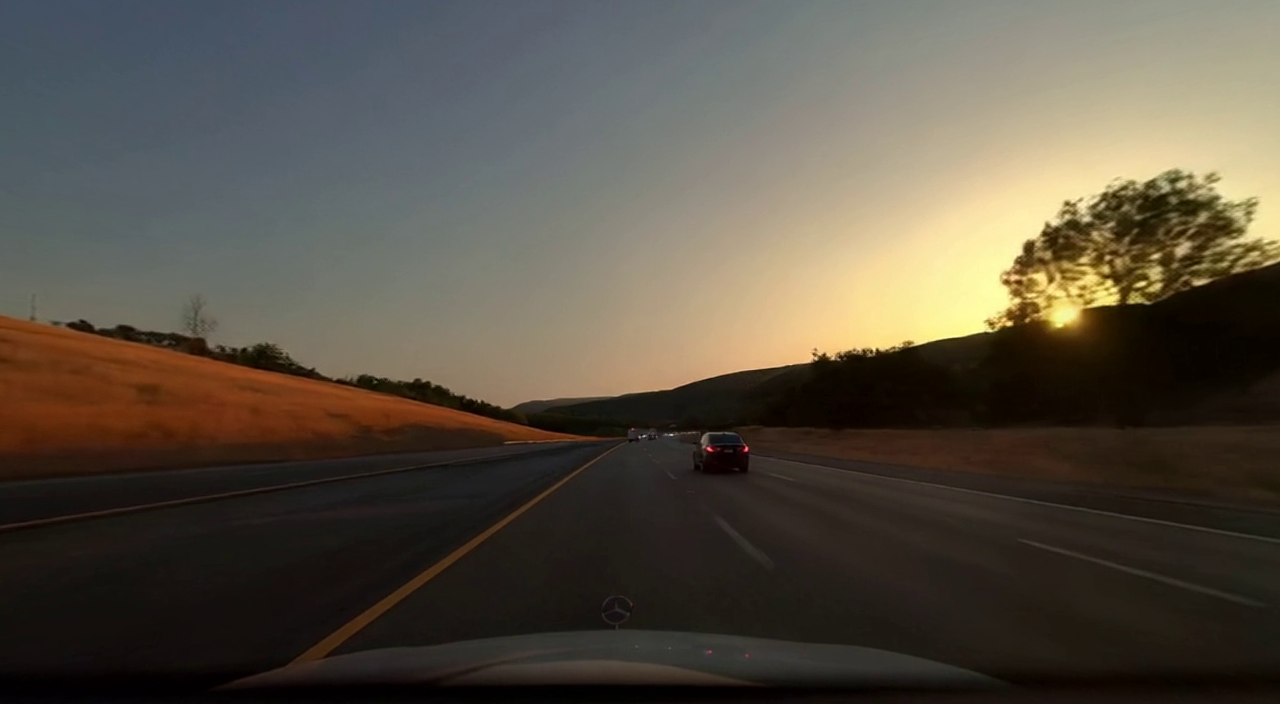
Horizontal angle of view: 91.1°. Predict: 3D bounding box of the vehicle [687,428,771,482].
[{"bbox_3d":[2.805,3.365,20.892,2.084,1.583,4.420,0,-8,-1],"label":"vehicle"}]
